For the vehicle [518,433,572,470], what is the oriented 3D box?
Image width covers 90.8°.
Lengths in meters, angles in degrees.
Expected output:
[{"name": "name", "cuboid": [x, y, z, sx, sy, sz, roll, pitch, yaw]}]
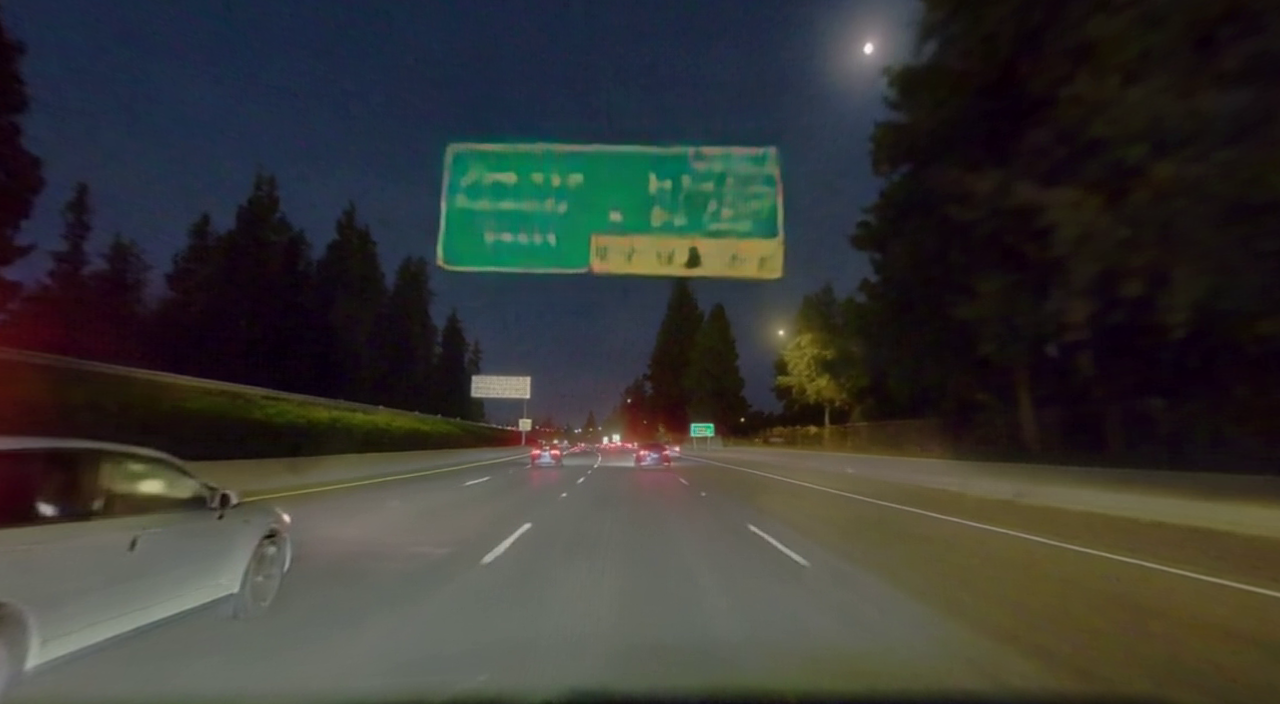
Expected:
[{"name": "vehicle", "cuboid": [-4.803, 5.125, 32.558, 2.244, 1.755, 4.417, 0, -9, -2]}]

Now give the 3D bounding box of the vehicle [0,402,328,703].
[{"name": "vehicle", "cuboid": [-3.855, 1.029, 3.149, 2.049, 1.482, 4.981, 0, -9, 0]}]

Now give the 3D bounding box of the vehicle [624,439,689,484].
[{"name": "vehicle", "cuboid": [0.485, 3.914, 22.849, 1.947, 1.437, 4.345, 0, -9, -4]}]
